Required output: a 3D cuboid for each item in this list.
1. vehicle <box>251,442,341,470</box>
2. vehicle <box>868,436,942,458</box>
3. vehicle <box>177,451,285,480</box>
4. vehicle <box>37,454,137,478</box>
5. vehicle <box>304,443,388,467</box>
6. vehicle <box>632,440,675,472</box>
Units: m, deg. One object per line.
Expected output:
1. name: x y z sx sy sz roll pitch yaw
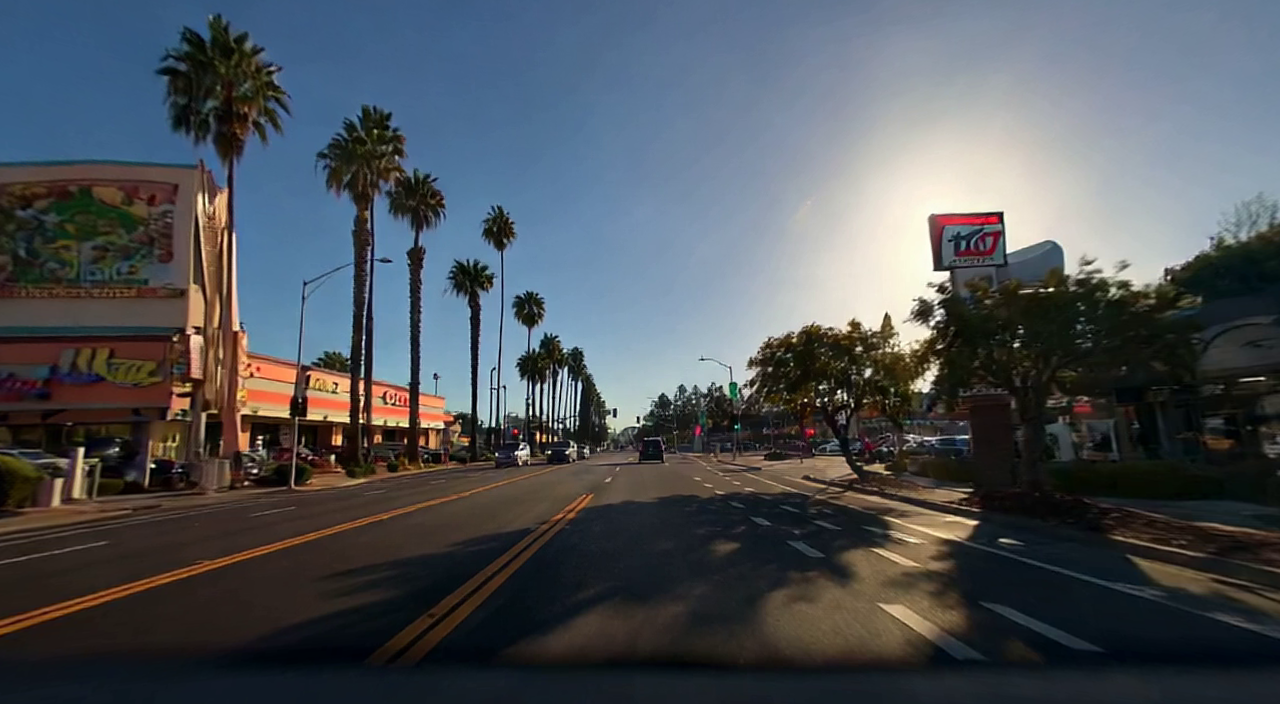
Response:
1. vehicle: -21.873 6.647 40.152 4.498 1.729 2.102 0 -9 0
2. vehicle: 17.853 6.424 42.519 4.140 1.422 1.869 0 -9 -2
3. vehicle: -22.109 6.146 34.170 4.552 1.389 1.779 -1 -11 -4
4. vehicle: -35.073 7.210 40.007 4.505 1.458 1.887 0 -9 -2
5. vehicle: -21.532 7.571 46.262 5.050 1.758 2.134 0 -9 2
6. vehicle: 0.657 5.309 32.376 2.065 1.507 4.225 0 -9 1
